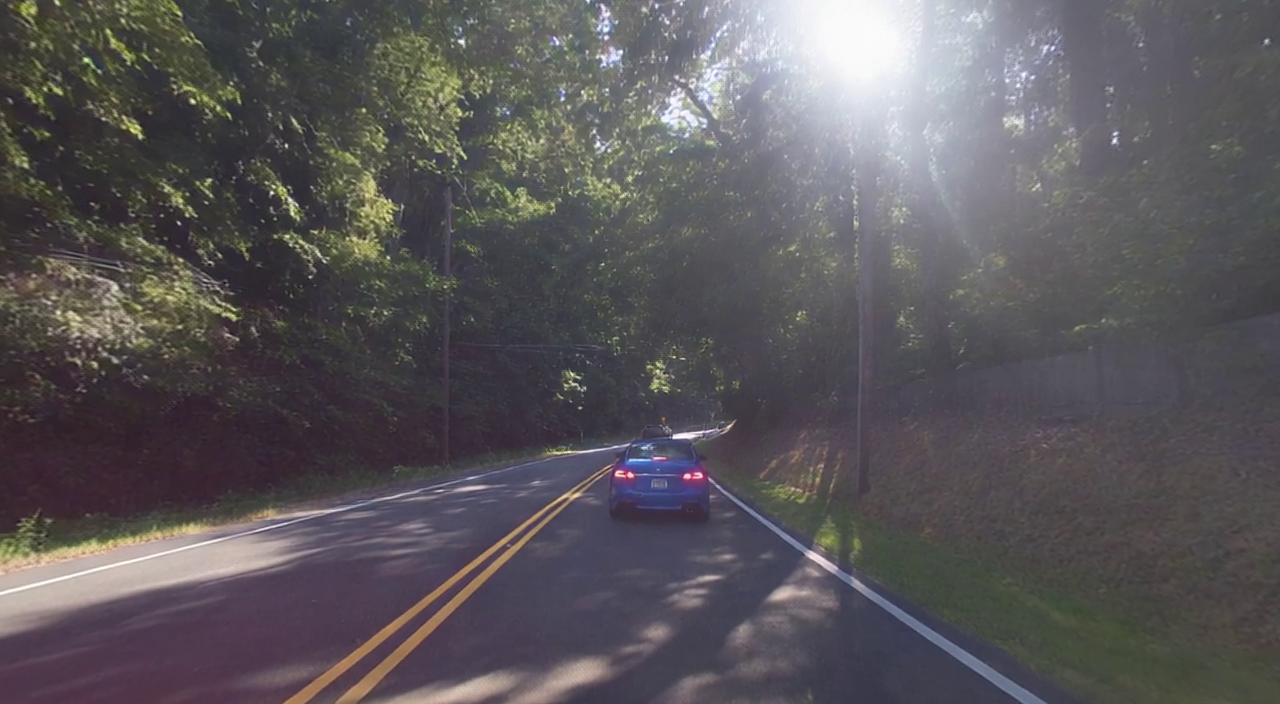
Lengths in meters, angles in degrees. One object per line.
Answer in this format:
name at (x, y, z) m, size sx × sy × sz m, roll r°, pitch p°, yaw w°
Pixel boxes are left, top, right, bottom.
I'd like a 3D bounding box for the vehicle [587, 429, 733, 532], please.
vehicle at (0.317, 2.215, 11.397) m, size 2.187 × 1.533 × 3.726 m, roll 0°, pitch -8°, yaw 0°
